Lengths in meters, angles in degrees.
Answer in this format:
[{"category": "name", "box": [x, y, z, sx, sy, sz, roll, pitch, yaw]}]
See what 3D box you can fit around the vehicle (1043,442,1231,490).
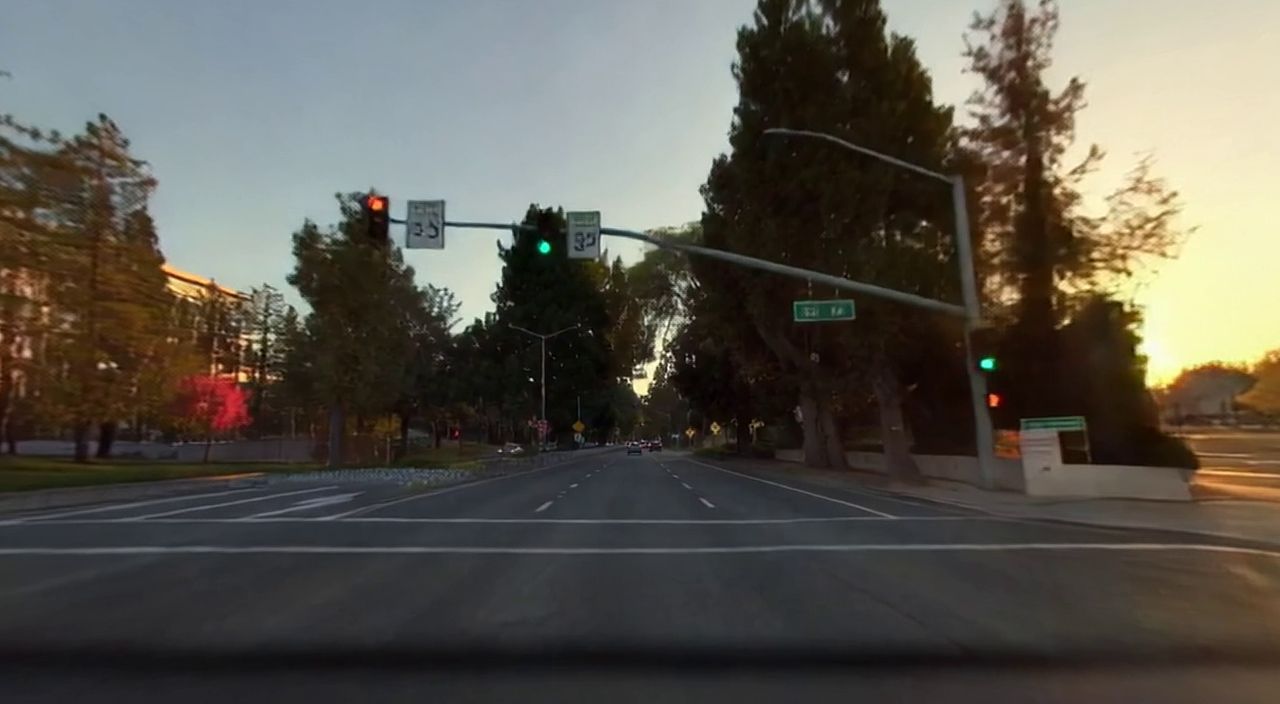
[{"category": "vehicle", "box": [16.067, 3.692, 20.612, 4.483, 1.452, 1.924, 0, -8, 0]}]
